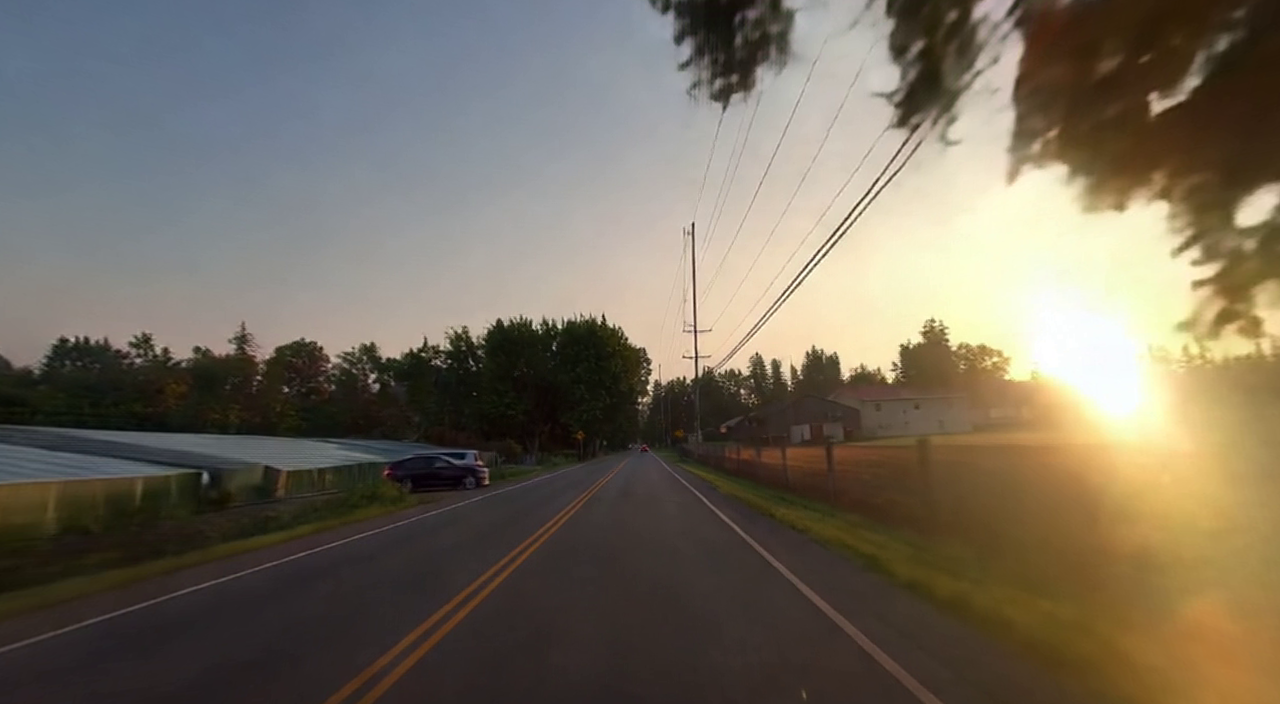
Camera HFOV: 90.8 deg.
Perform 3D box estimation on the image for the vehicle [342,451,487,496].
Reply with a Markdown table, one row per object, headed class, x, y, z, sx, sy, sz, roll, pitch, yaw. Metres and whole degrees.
| class | x | y | z | sx | sy | sz | roll | pitch | yaw |
| --- | --- | --- | --- | --- | --- | --- | --- | --- | --- |
| vehicle | -8.139 | 4.415 | 23.108 | 4.525 | 1.499 | 1.934 | -1 | -8 | 1 |
